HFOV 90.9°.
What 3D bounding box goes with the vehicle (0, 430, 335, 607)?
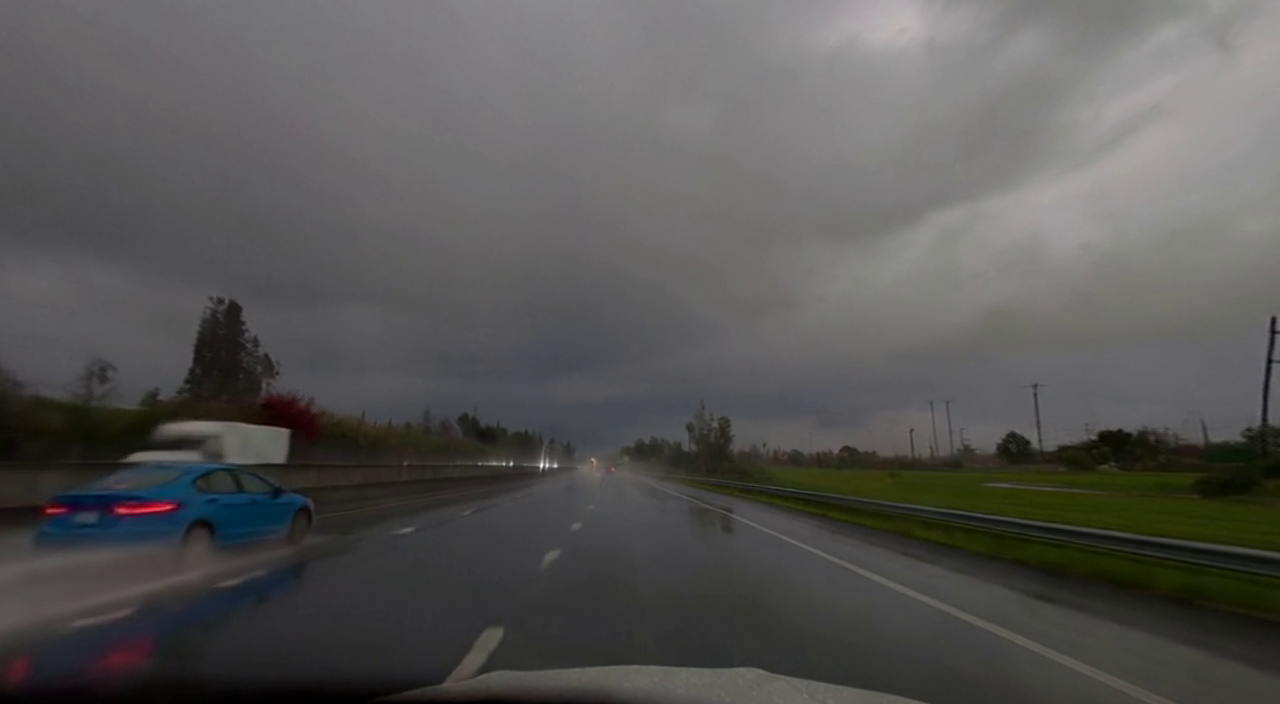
[{"bbox_3d":[-6.284,2.027,8.449,2.194,1.704,4.421,1,-10,-1],"label":"vehicle"}]
